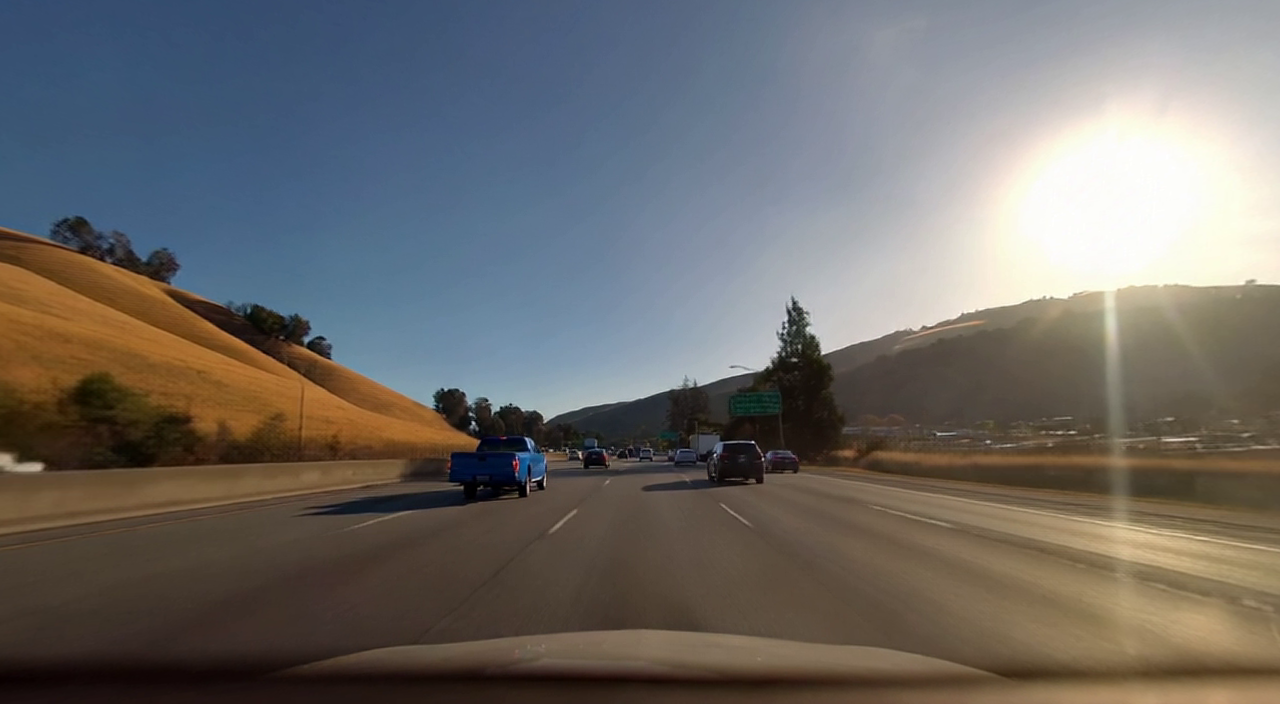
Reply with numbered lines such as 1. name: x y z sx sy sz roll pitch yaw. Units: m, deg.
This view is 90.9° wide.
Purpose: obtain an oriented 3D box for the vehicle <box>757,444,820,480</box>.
1. vehicle: 7.740 5.769 33.421 2.104 1.724 4.701 0 -8 -1

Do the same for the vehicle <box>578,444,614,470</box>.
1. vehicle: -3.182 7.683 46.254 2.235 1.785 4.386 -1 -8 1

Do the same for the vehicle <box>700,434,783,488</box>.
1. vehicle: 4.032 4.463 26.278 2.424 1.952 5.611 0 -8 -1

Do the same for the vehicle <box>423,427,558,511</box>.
1. vehicle: -3.683 2.997 16.749 2.227 1.853 5.161 -1 -8 1
